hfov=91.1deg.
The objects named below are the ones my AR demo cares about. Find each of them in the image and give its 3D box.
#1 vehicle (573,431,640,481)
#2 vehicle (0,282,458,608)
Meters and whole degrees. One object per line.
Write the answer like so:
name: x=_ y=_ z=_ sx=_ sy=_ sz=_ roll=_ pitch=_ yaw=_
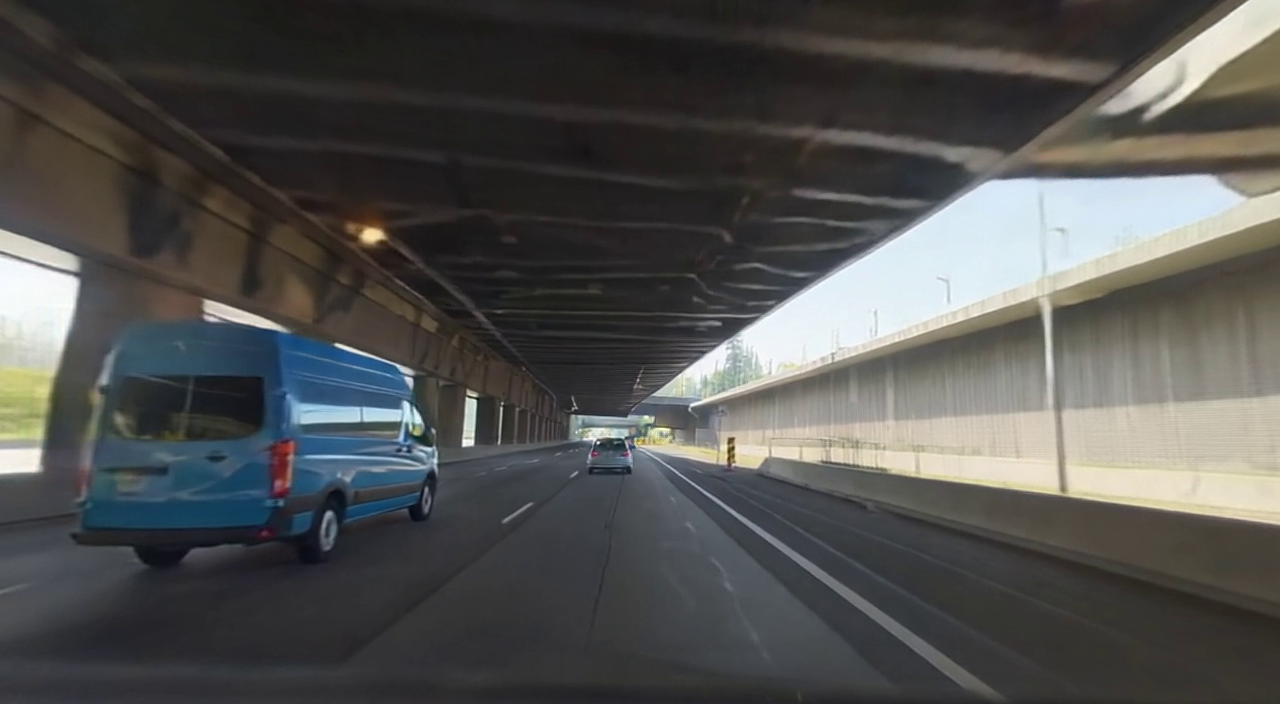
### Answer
vehicle: x=-1.088 y=3.576 z=21.940 sx=2.095 sy=1.553 sz=4.069 roll=0 pitch=-8 yaw=-1
vehicle: x=-4.153 y=1.026 z=7.404 sx=2.404 sy=2.459 sz=5.229 roll=-1 pitch=-8 yaw=1
